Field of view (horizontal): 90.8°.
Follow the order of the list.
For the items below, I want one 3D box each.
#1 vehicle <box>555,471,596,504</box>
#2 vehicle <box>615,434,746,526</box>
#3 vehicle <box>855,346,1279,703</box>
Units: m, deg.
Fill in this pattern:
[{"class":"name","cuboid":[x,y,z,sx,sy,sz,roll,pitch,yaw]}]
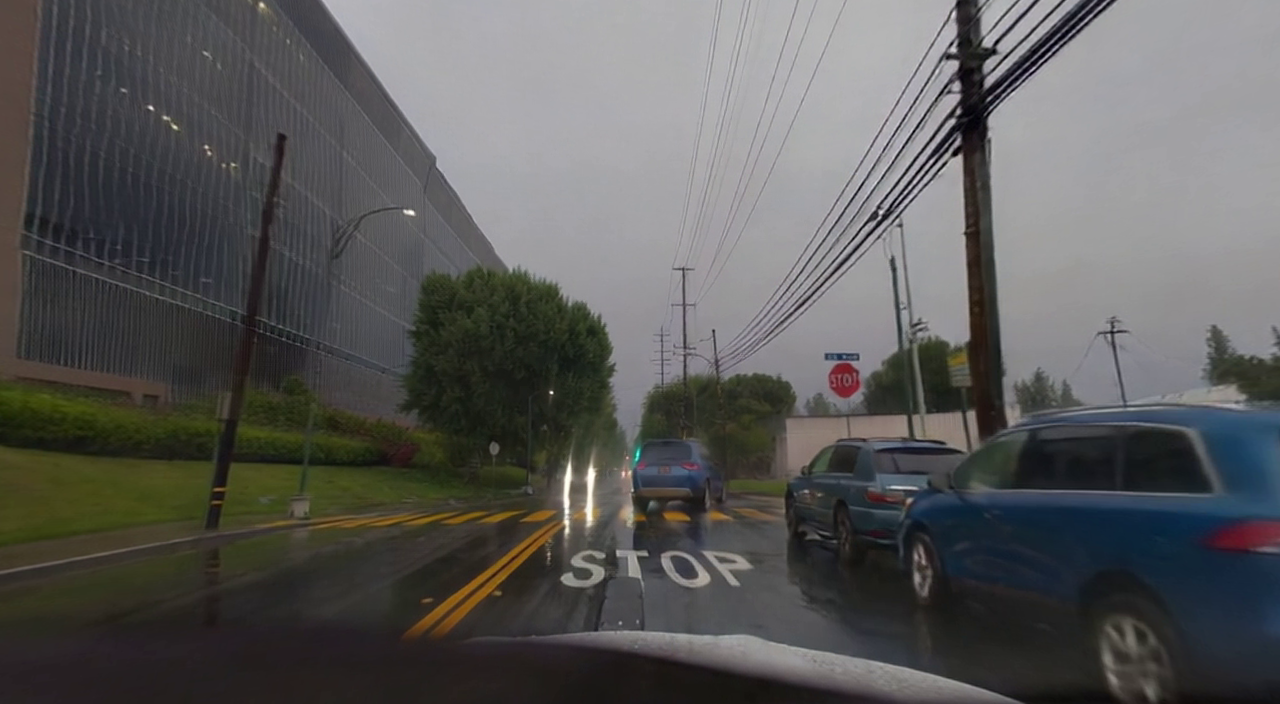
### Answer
[{"class":"vehicle","cuboid":[-3.575,7.573,35.605,1.911,1.563,4.057,0,-8,0]},{"class":"vehicle","cuboid":[1.178,2.909,15.108,2.214,1.789,4.872,-2,-9,14]},{"class":"vehicle","cuboid":[3.267,1.117,4.085,2.039,1.731,4.428,0,-8,-2]}]
